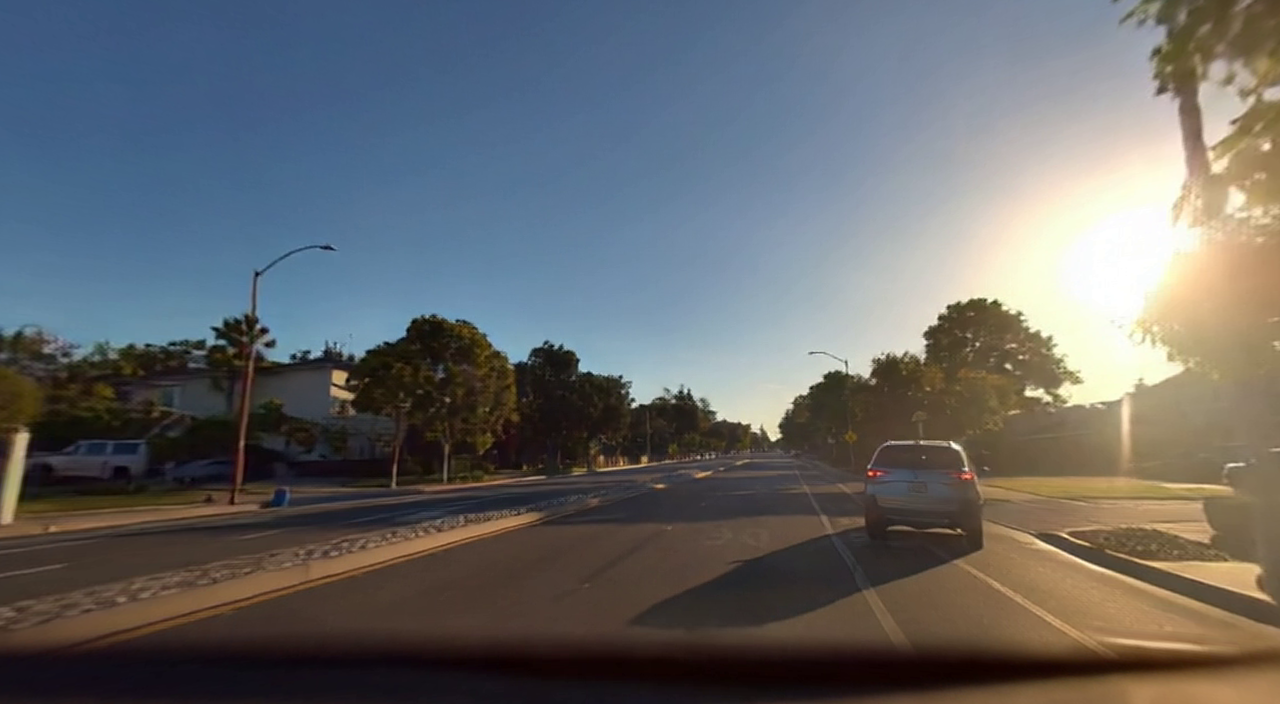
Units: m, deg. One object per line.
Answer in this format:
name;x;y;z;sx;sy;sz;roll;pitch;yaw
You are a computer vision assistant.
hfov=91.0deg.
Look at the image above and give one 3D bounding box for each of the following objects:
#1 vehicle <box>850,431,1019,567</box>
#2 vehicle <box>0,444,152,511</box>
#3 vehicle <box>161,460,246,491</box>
vehicle;5.169;2.284;10.687;2.018;1.733;4.546;-5;-10;31
vehicle;-25.340;5.504;28.073;2.329;2.631;5.560;-2;-9;5
vehicle;-28.646;8.117;41.494;1.918;1.796;4.703;-1;-9;6
